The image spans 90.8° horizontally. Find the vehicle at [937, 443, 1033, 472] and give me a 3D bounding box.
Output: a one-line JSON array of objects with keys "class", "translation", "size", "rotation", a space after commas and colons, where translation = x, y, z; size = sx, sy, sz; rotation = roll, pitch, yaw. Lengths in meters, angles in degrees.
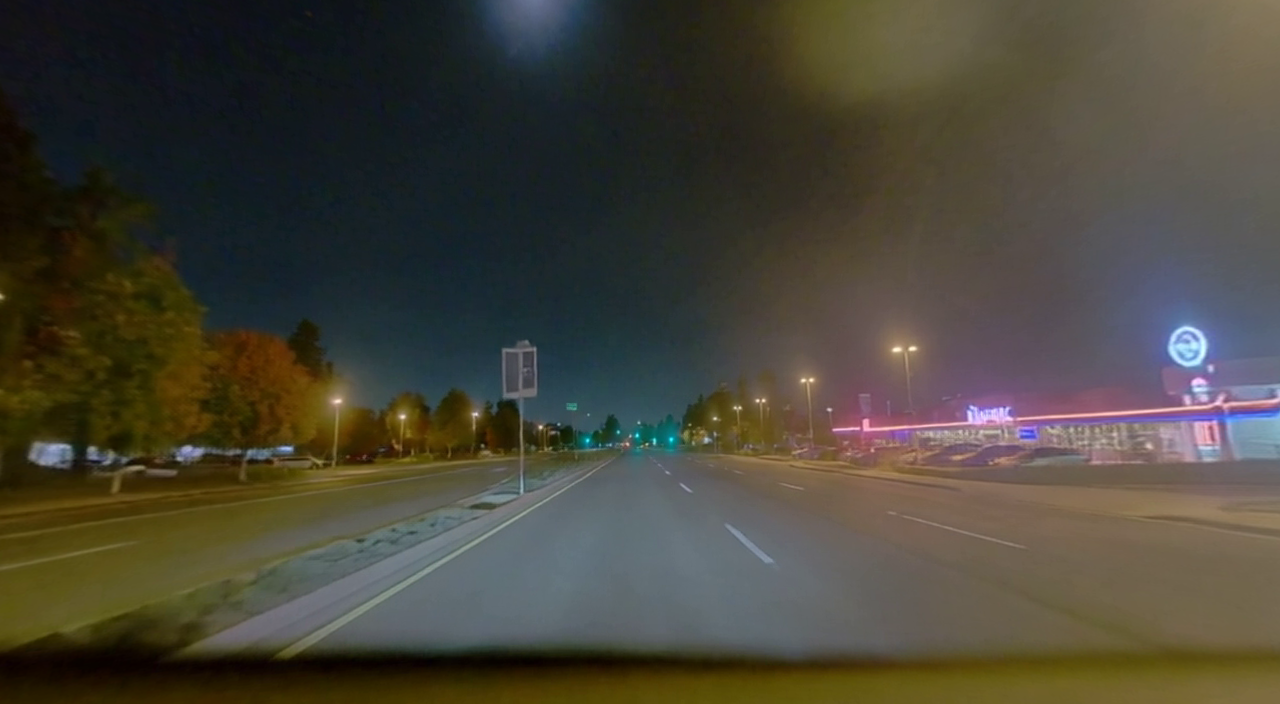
[{"class": "vehicle", "translation": [20.049, 6.147, 36.833], "size": [4.407, 1.616, 1.929], "rotation": [0, -9, 1]}]

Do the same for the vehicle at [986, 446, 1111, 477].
[{"class": "vehicle", "translation": [20.145, 5.396, 31.270], "size": [4.805, 1.473, 2.046], "rotation": [0, -9, -3]}]
